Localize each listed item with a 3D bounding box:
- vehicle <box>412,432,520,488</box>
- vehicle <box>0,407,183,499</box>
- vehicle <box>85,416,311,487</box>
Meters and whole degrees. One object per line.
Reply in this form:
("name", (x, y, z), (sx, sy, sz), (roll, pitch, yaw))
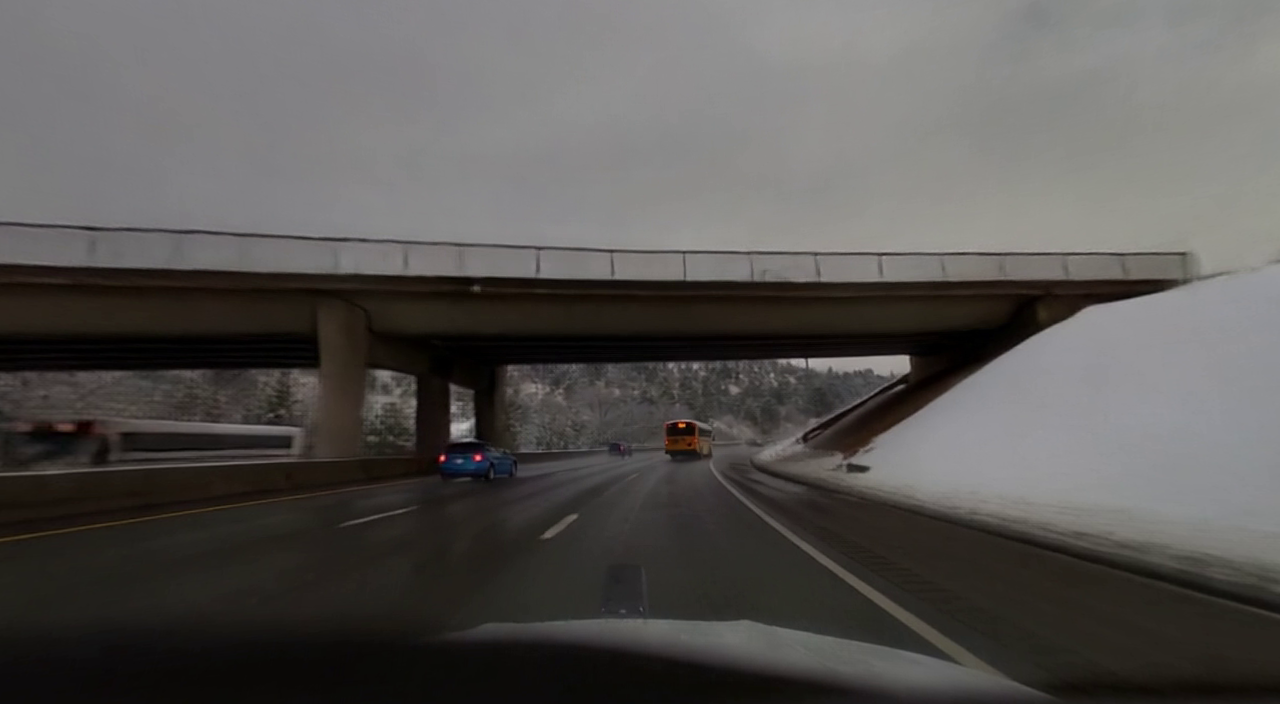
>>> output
("vehicle", (-5.839, 3.673, 21.827), (2.172, 1.689, 4.625), (-1, -8, 3))
("vehicle", (-24.359, 4.272, 26.888), (2.999, 3.296, 8.416), (0, -9, 3))
("vehicle", (-23.845, 5.571, 35.679), (2.791, 3.263, 13.033), (-1, -9, 3))
